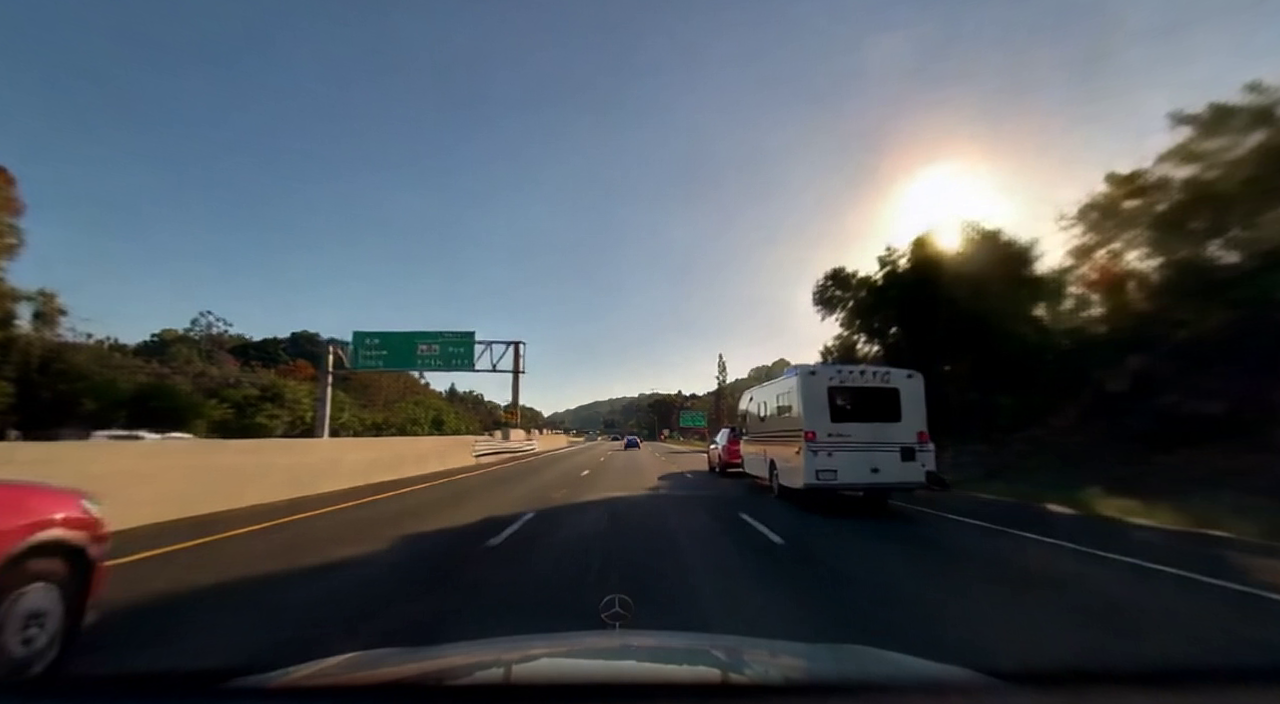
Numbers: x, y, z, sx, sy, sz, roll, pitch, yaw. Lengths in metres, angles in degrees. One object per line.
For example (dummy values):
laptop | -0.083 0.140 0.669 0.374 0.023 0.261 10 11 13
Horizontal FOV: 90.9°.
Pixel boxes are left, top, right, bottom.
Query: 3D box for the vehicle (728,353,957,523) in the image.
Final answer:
vehicle | 3.585 1.703 12.737 2.590 2.680 5.445 0 -8 -2

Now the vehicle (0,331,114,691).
vehicle | -4.093 0.551 1.390 2.061 1.732 4.457 0 -8 -2
